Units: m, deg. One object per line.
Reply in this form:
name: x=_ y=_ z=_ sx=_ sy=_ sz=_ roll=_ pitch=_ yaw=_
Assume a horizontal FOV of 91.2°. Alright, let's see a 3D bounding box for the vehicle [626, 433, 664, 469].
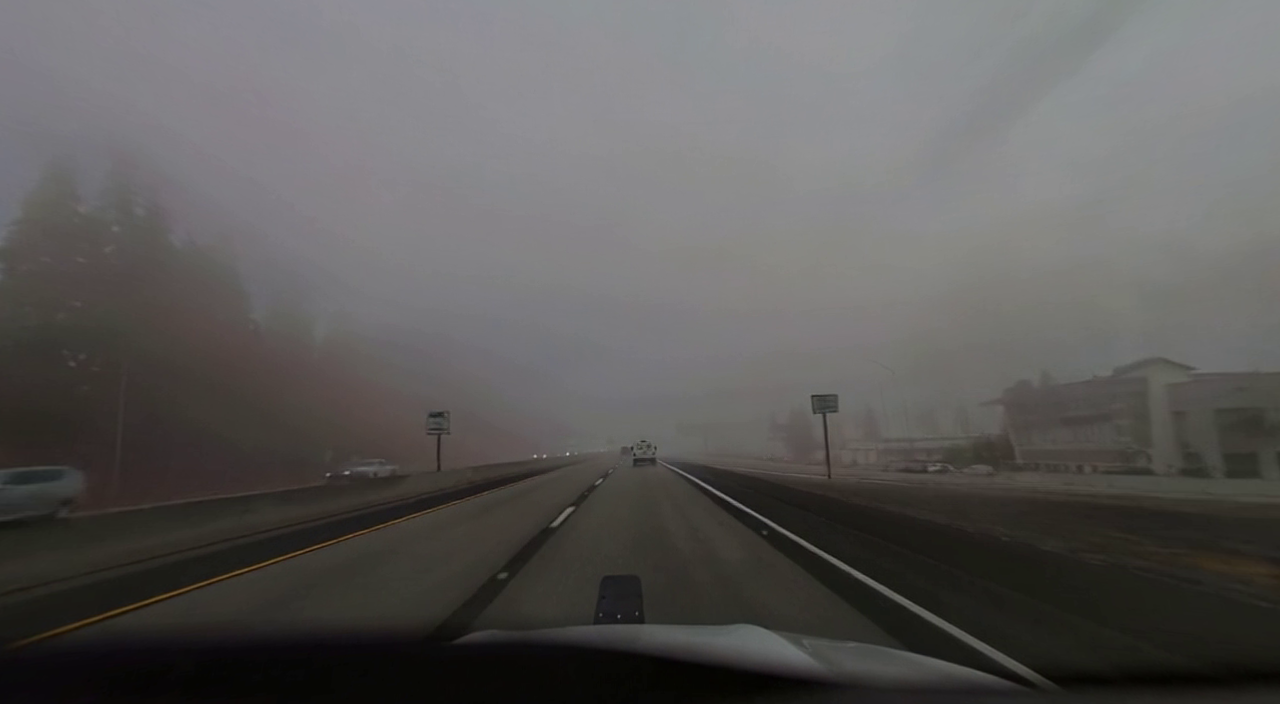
vehicle: x=0.351 y=6.385 z=40.347 sx=2.268 sy=2.122 sz=4.595 roll=-1 pitch=-9 yaw=1
